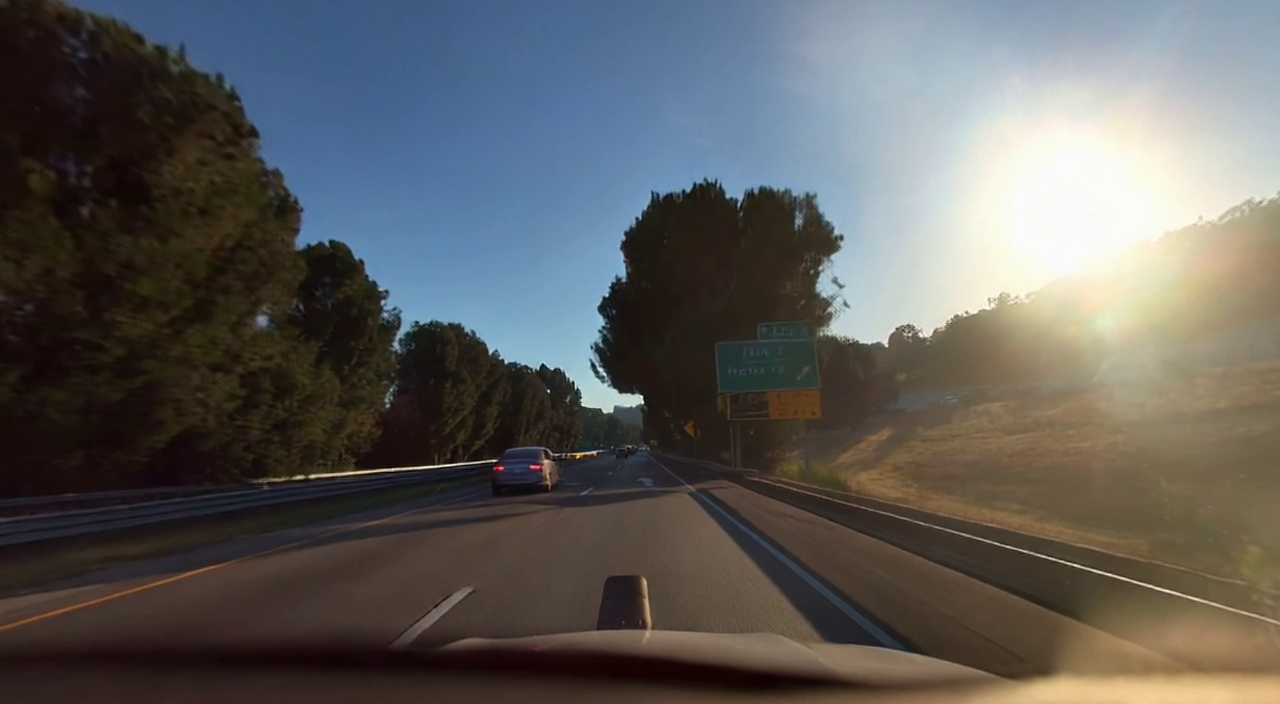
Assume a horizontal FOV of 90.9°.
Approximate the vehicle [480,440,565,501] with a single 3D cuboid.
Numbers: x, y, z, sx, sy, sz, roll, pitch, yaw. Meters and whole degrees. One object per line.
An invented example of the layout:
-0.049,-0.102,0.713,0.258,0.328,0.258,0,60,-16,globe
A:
-3.239,3.335,18.038,1.675,1.537,3.574,-1,-9,1,vehicle
